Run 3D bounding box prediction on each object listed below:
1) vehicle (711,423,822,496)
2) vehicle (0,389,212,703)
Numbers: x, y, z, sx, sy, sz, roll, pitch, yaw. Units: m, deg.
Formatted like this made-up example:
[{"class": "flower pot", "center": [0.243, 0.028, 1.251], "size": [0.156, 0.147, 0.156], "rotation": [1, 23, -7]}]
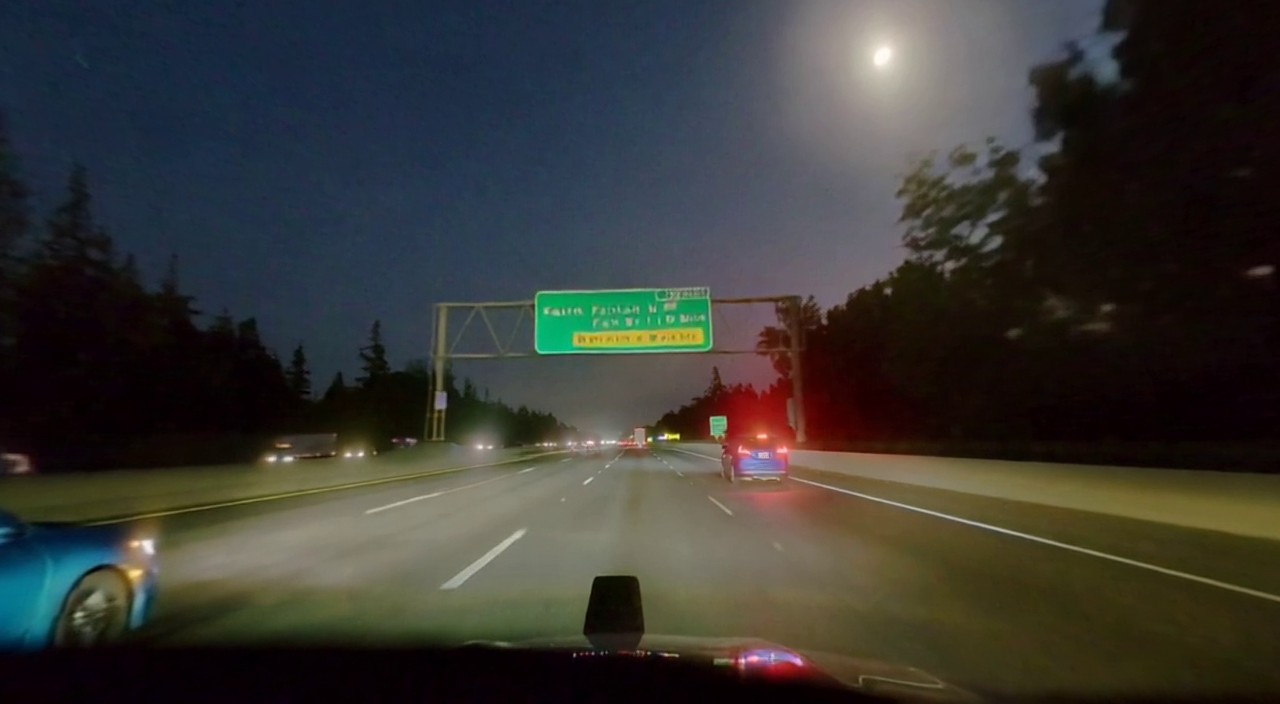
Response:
[{"class": "vehicle", "center": [3.243, 2.860, 17.093], "size": [2.053, 1.714, 4.097], "rotation": [0, -9, -1]}, {"class": "vehicle", "center": [-4.005, 0.797, 1.799], "size": [2.118, 1.573, 4.940], "rotation": [0, -9, 0]}]
